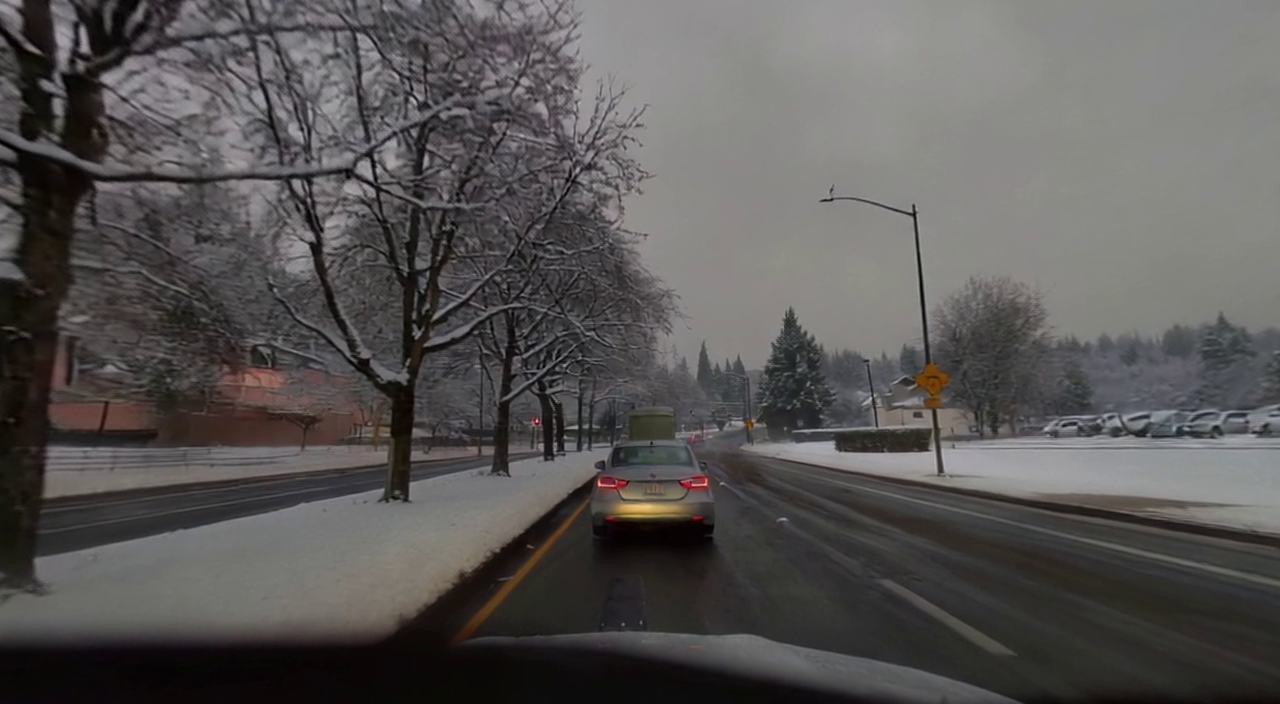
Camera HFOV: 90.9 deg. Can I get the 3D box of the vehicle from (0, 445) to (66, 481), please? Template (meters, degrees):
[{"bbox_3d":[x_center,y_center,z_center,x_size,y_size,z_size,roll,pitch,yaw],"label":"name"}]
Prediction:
[{"bbox_3d":[-30.299,5.309,29.882,4.266,1.600,1.877,-3,-8,-2],"label":"vehicle"}]

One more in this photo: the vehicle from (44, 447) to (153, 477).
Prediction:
[{"bbox_3d":[-30.083,6.097,35.128,4.342,1.621,1.967,-1,-8,4],"label":"vehicle"}]

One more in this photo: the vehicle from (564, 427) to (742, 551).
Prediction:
[{"bbox_3d":[0.112,1.911,9.514,2.093,1.442,3.977,0,-8,-1],"label":"vehicle"}]
